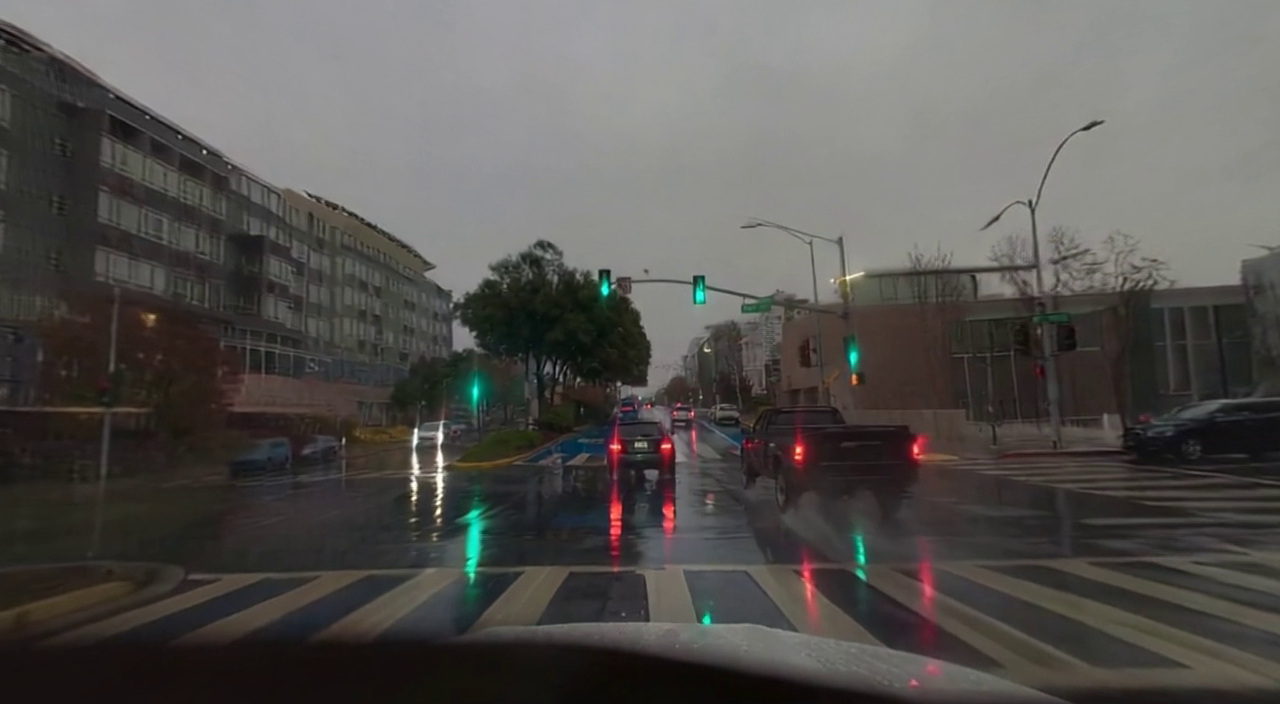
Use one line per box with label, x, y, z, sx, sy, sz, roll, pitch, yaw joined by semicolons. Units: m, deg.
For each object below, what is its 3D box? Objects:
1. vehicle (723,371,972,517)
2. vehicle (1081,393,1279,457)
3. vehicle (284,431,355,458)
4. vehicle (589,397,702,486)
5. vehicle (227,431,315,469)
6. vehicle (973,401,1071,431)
vehicle;3.351;1.714;12.149;2.487;2.048;6.443;0;-8;-1
vehicle;14.264;1.862;15.780;4.872;1.472;2.136;0;-9;-2
vehicle;-19.708;5.762;39.019;1.871;1.546;4.792;0;-9;0
vehicle;0.062;2.123;14.911;2.283;1.773;4.255;0;-9;-1
vehicle;-19.627;5.246;33.830;2.060;1.867;4.626;0;-9;-2
vehicle;20.392;3.440;33.772;4.031;1.436;1.699;-1;-8;1
